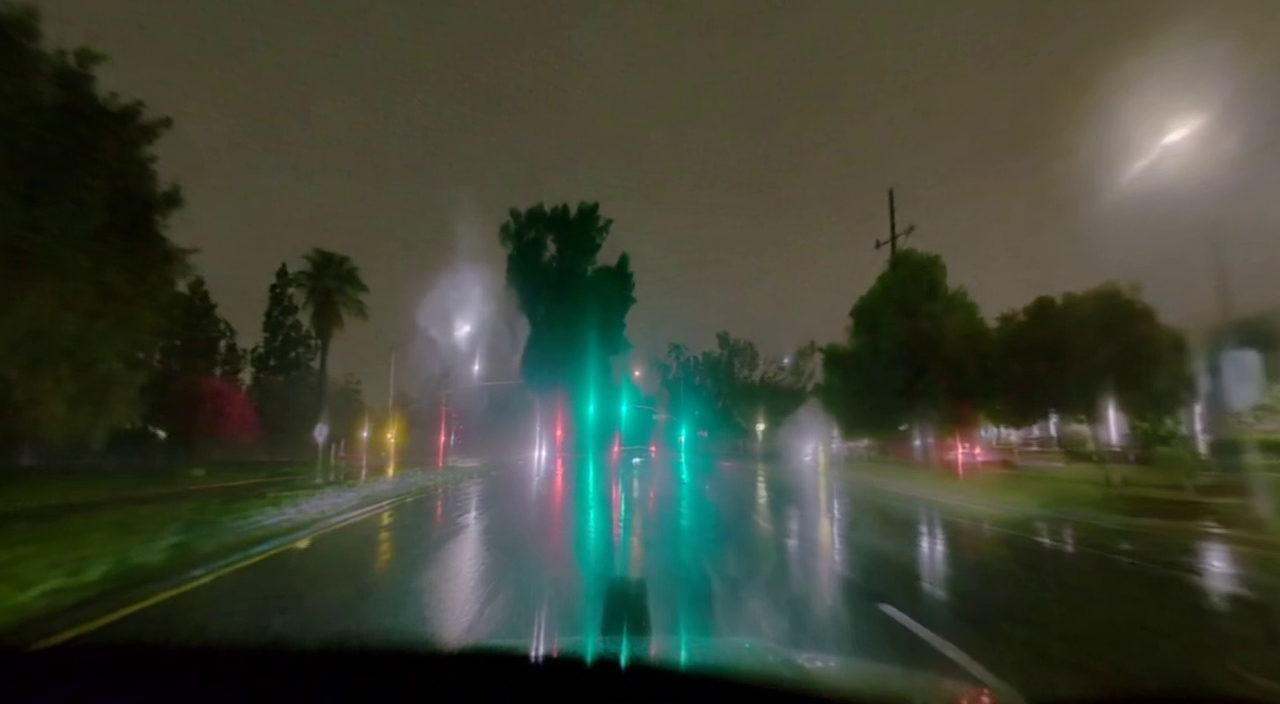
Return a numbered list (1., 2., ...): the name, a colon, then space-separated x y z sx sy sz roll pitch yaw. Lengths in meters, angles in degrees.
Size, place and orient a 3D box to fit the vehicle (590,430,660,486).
1. vehicle: -0.513 3.648 21.994 2.192 1.734 4.176 0 -9 -1
